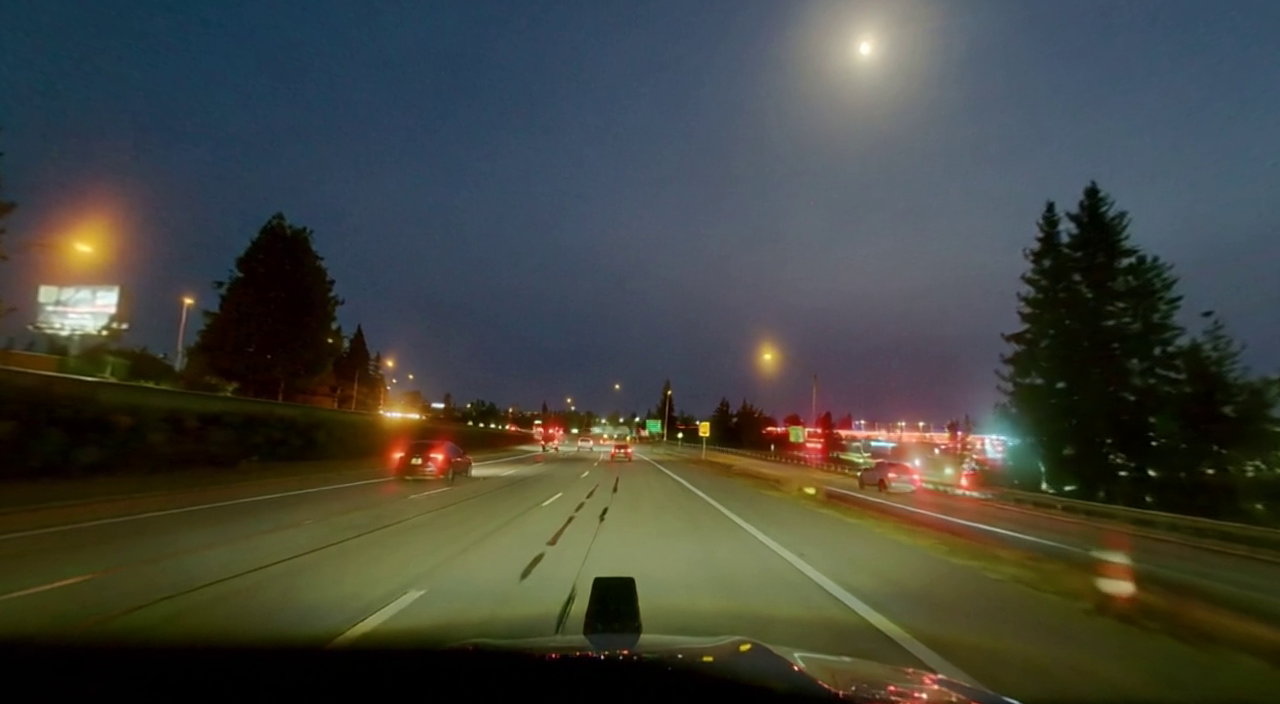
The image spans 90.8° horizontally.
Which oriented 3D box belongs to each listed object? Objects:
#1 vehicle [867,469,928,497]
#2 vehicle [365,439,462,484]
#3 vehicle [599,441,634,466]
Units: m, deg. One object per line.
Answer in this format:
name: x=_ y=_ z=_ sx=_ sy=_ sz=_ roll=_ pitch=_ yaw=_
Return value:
vehicle: x=18.834 y=9.607 z=46.453 sx=2.023 sy=1.782 sz=4.193 roll=2 pitch=-9 yaw=-12
vehicle: x=-8.098 y=3.952 z=23.040 sx=2.009 sy=1.454 sz=4.250 roll=0 pitch=-9 yaw=-1
vehicle: x=-1.417 y=6.146 z=38.391 sx=2.038 sy=1.414 sz=4.357 roll=0 pitch=-9 yaw=-2
